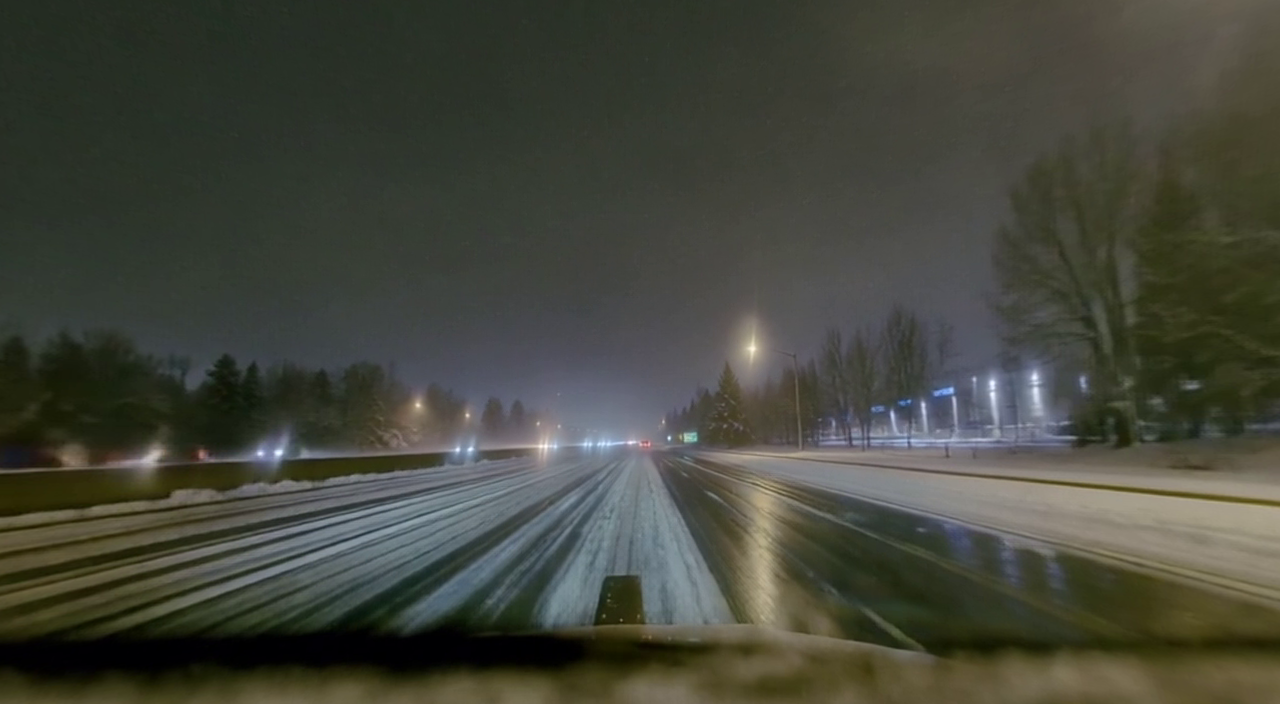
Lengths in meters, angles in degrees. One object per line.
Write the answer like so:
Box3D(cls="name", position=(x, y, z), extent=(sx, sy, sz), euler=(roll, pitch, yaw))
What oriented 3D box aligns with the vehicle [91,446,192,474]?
Box3D(cls="vehicle", position=(-28.924, 6.273, 36.761), extent=(1.884, 1.520, 4.764), euler=(0, -9, 2))
